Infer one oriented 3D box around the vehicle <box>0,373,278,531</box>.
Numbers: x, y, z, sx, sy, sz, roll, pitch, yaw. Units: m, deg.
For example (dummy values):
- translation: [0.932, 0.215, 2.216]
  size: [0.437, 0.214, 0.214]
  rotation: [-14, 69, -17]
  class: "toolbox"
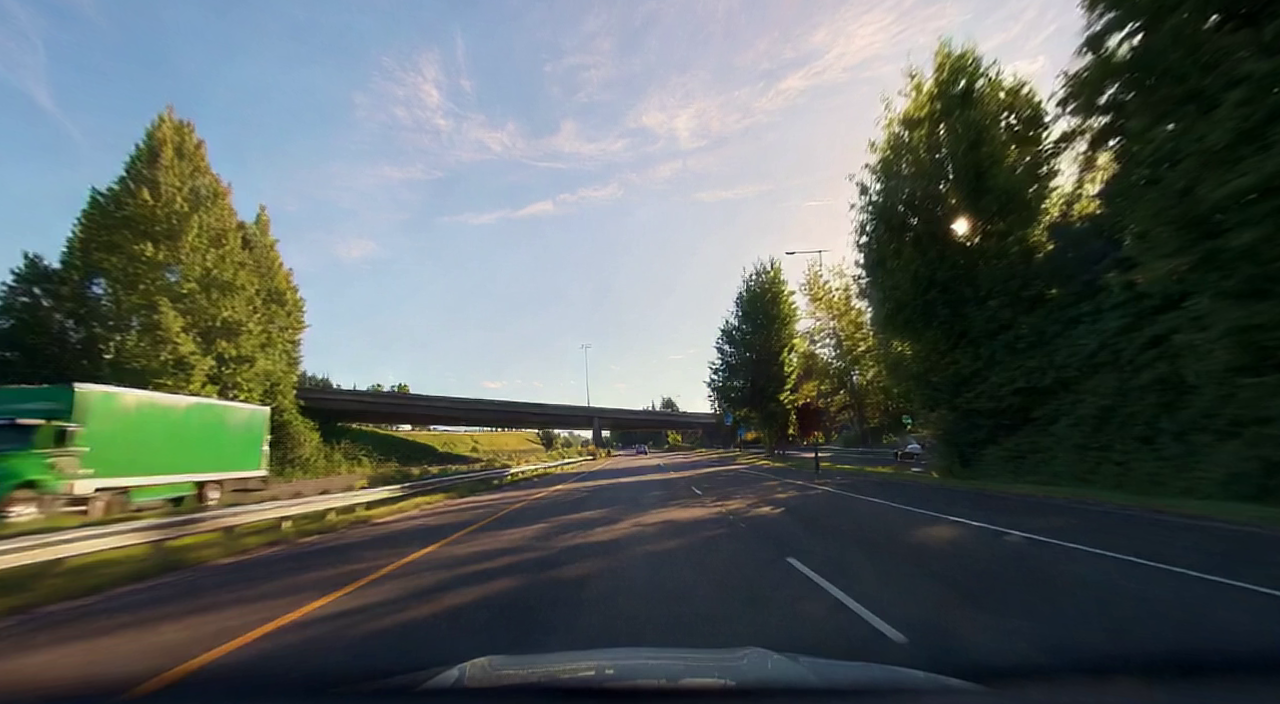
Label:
- translation: [-15.930, 3.076, 19.610]
  size: [3.218, 3.648, 9.879]
  rotation: [0, -9, 1]
  class: "vehicle"
